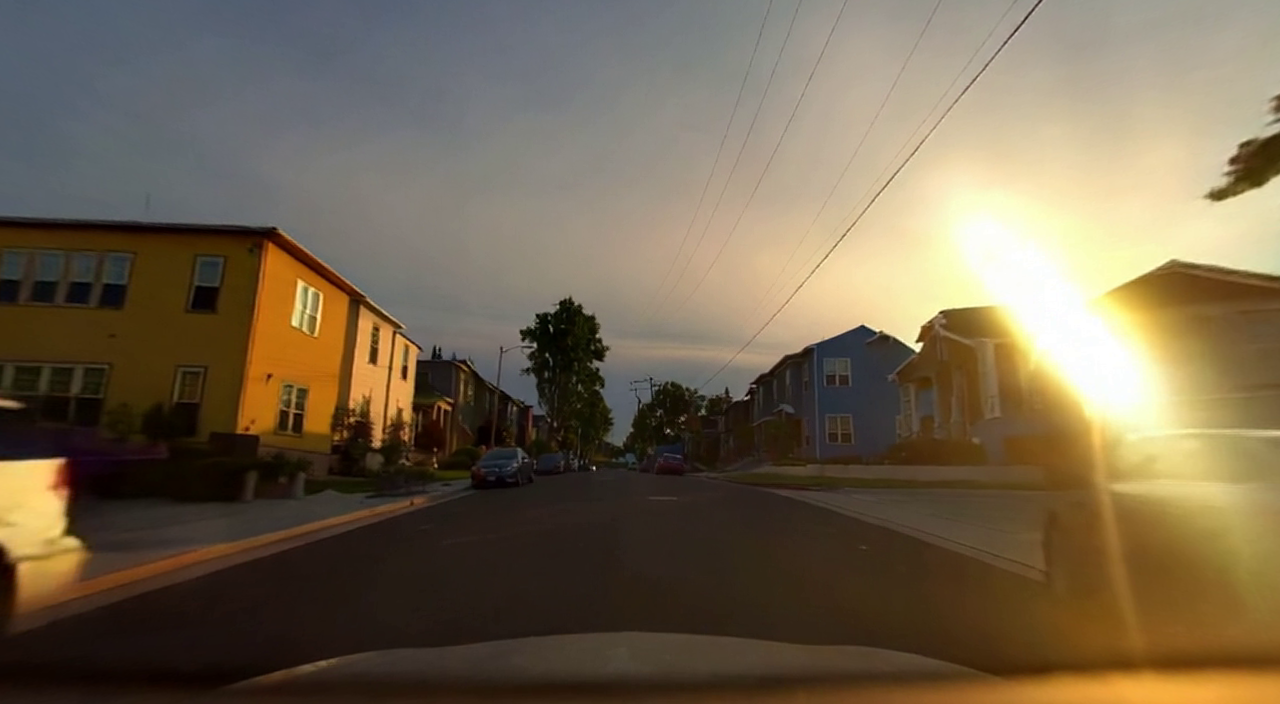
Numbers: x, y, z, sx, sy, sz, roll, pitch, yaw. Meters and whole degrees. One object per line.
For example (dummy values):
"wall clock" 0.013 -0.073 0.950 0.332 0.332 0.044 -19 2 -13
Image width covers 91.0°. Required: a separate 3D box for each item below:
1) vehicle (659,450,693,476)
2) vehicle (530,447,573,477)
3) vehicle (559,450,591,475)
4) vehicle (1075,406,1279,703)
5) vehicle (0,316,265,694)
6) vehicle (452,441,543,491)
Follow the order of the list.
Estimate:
"vehicle" 2.390 7.548 43.026 1.888 1.484 4.476 1 -7 -2
"vehicle" -5.033 6.292 36.411 2.020 1.470 5.300 0 -7 -3
"vehicle" -4.923 8.402 48.147 2.089 1.508 4.537 2 -6 -3
"vehicle" 4.519 1.190 4.019 2.139 1.533 4.676 -4 -8 26
"vehicle" -4.203 0.696 2.326 2.131 1.851 5.650 1 -3 1
"vehicle" -4.735 3.842 21.676 2.080 1.471 4.638 1 -9 0
